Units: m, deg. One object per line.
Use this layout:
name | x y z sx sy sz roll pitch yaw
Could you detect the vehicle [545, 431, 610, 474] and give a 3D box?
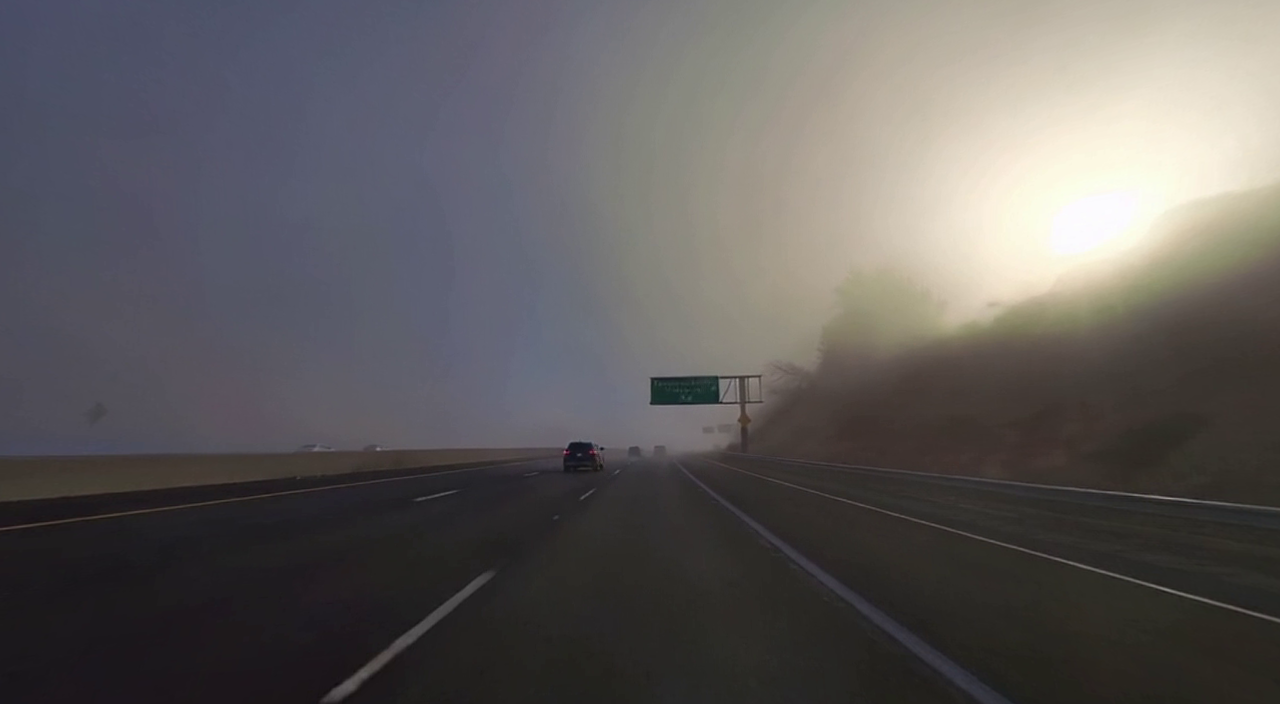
vehicle | -2.897 4.822 30.306 2.413 1.896 5.218 0 -8 2
